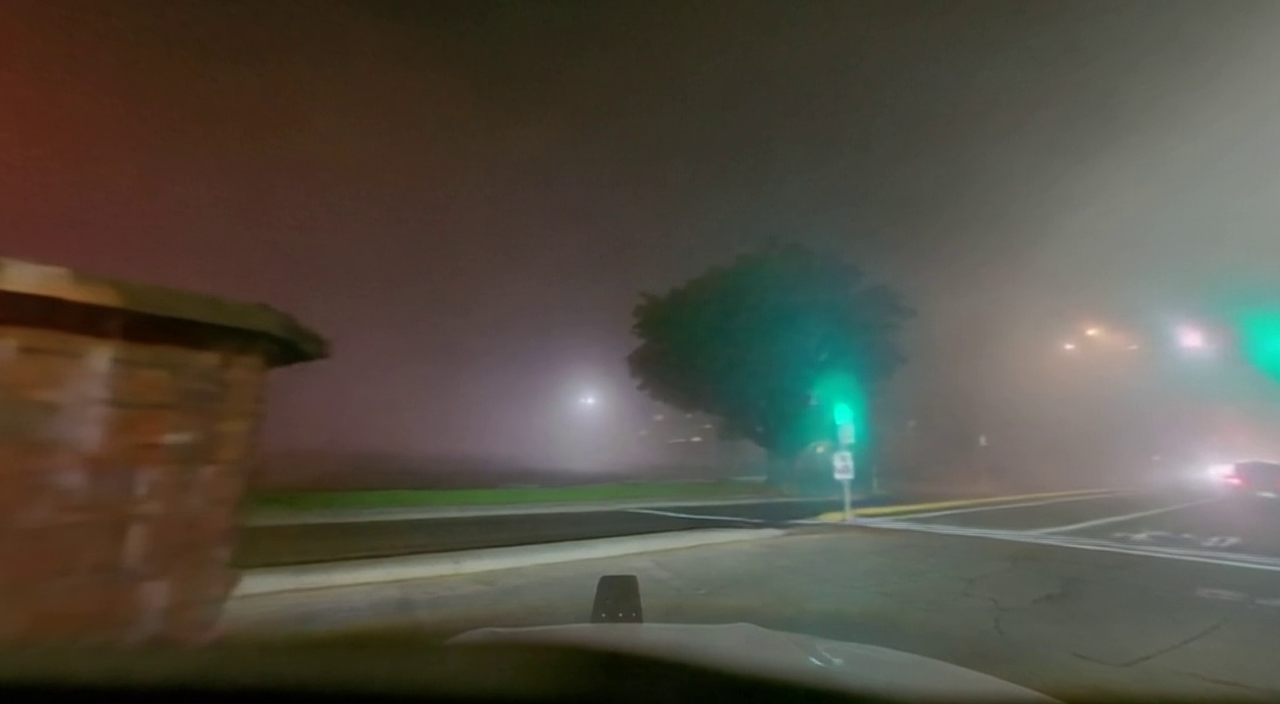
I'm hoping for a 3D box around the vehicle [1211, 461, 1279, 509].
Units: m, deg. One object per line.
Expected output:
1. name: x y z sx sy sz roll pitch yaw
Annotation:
1. vehicle: 24.686 5.234 25.191 4.551 1.657 2.218 8 -11 -41
